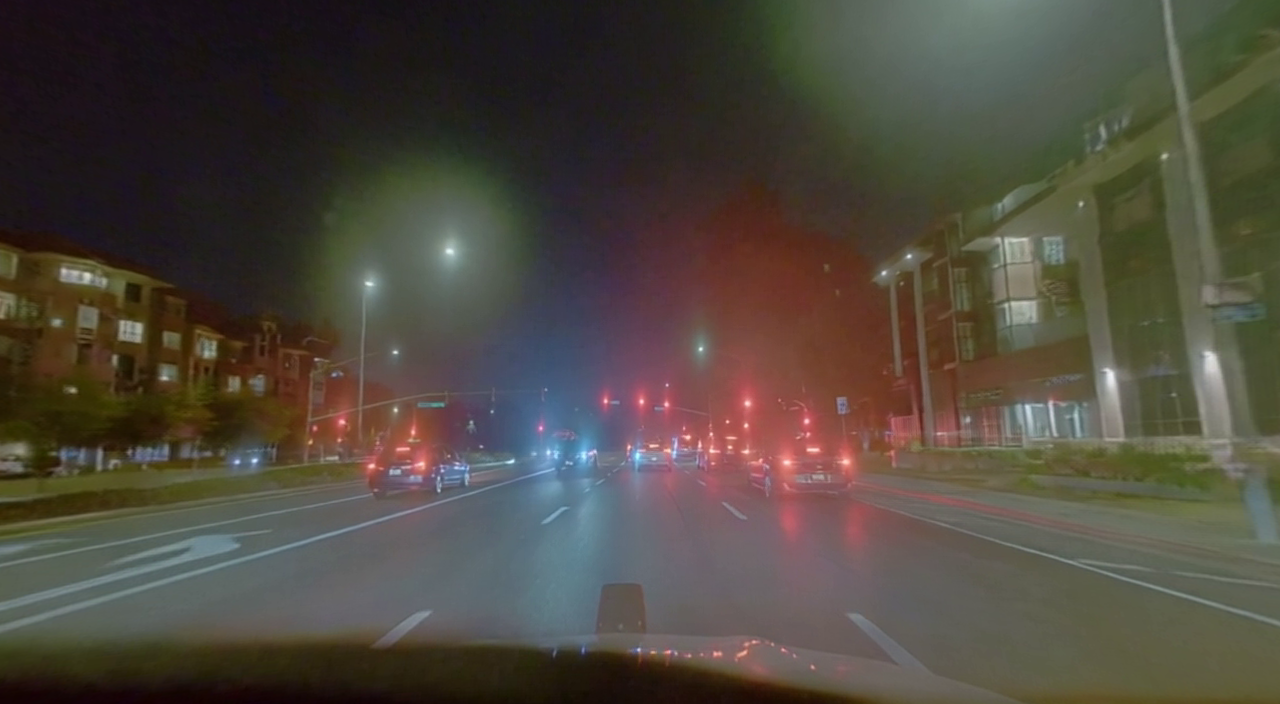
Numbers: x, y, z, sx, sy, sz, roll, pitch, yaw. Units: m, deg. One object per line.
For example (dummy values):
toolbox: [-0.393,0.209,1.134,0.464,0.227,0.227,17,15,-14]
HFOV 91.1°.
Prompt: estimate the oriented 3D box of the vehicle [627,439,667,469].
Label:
vehicle: [0.348,5.405,33.486,2.021,1.461,3.862,0,-8,0]

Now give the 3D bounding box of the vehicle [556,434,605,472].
vehicle: [-2.863,4.972,31.093,1.912,1.703,4.261,0,-8,2]

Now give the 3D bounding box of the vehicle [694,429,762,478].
vehicle: [3.533,4.200,26.217,2.141,1.833,4.704,0,-8,0]

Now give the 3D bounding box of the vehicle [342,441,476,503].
vehicle: [-6.119,3.215,17.335,1.926,1.465,4.620,0,-8,0]
